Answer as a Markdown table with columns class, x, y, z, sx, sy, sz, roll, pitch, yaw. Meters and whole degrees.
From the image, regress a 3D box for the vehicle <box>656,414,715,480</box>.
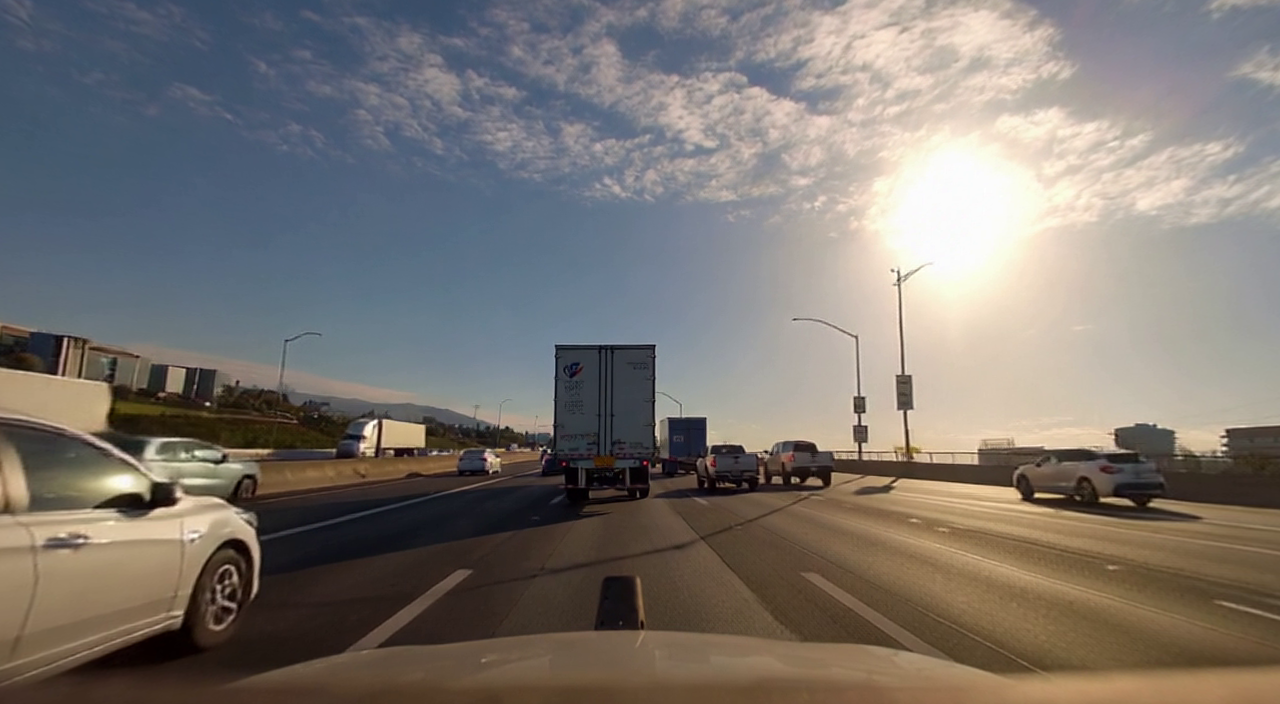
| class | x | y | z | sx | sy | sz | roll | pitch | yaw |
| --- | --- | --- | --- | --- | --- | --- | --- | --- | --- |
| vehicle | 2.533 | 5.729 | 38.023 | 2.669 | 3.491 | 8.645 | 0 | -9 | -1 |

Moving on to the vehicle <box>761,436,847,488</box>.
| class | x | y | z | sx | sy | sz | roll | pitch | yaw |
| --- | --- | --- | --- | --- | --- | --- | --- | --- | --- |
| vehicle | 6.469 | 4.387 | 25.552 | 2.070 | 1.888 | 4.546 | 0 | -9 | -2 |

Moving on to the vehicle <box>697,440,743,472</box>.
| class | x | y | z | sx | sy | sz | roll | pitch | yaw |
| --- | --- | --- | --- | --- | --- | --- | --- | --- | --- |
| vehicle | 5.543 | 7.285 | 44.493 | 2.297 | 2.116 | 5.052 | 0 | -9 | -3 |

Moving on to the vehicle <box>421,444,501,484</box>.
| class | x | y | z | sx | sy | sz | roll | pitch | yaw |
| --- | --- | --- | --- | --- | --- | --- | --- | --- | --- |
| vehicle | -7.288 | 4.581 | 26.216 | 1.973 | 1.471 | 4.779 | 0 | -9 | -1 |

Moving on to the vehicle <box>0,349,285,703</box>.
| class | x | y | z | sx | sy | sz | roll | pitch | yaw |
| --- | --- | --- | --- | --- | --- | --- | --- | --- | --- |
| vehicle | -3.325 | 0.789 | 2.081 | 1.946 | 1.641 | 4.105 | 0 | -9 | -1 |

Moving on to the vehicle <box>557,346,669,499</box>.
| class | x | y | z | sx | sy | sz | roll | pitch | yaw |
| --- | --- | --- | --- | --- | --- | --- | --- | --- | --- |
| vehicle | -0.760 | 2.639 | 22.036 | 2.906 | 4.040 | 10.743 | 0 | -9 | -1 |

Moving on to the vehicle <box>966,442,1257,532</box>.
| class | x | y | z | sx | sy | sz | roll | pitch | yaw |
| --- | --- | --- | --- | --- | --- | --- | --- | --- | --- |
| vehicle | 9.177 | 2.629 | 13.063 | 2.002 | 1.472 | 4.950 | 0 | -9 | -4 |
